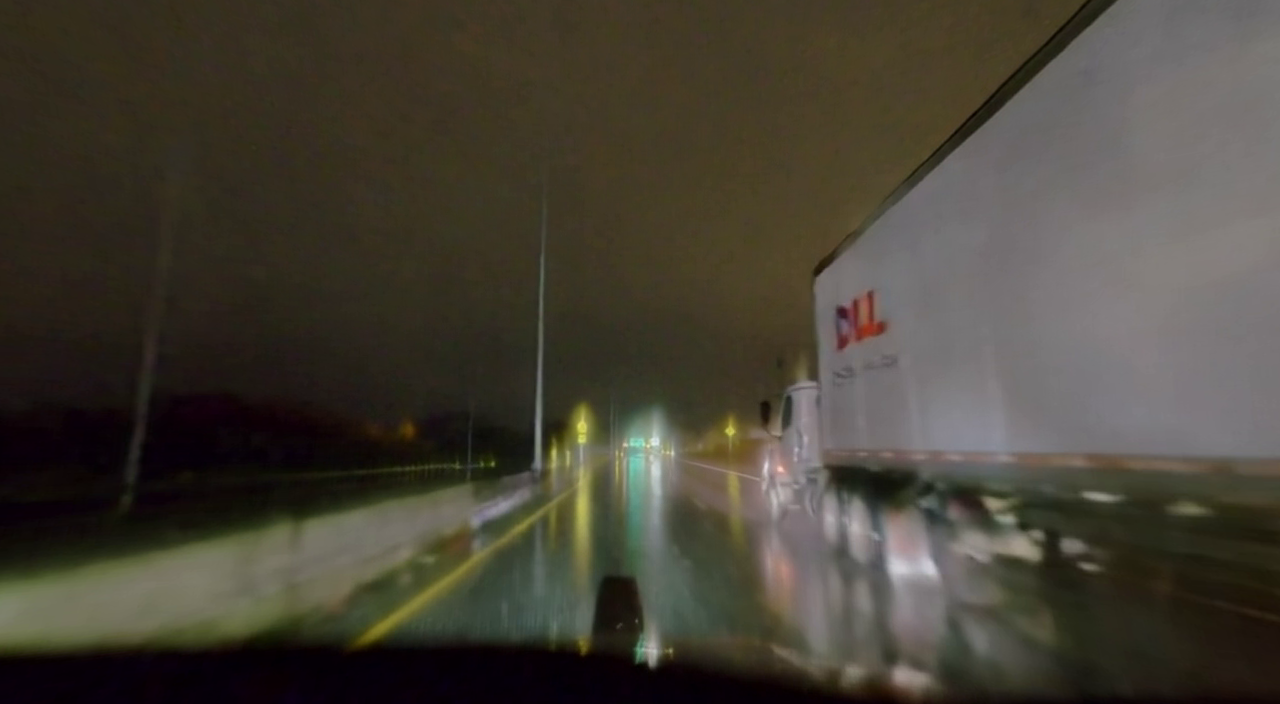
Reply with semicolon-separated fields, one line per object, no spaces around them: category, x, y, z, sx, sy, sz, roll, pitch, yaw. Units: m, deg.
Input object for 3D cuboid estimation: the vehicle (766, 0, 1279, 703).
vehicle;3.648;-0.272;4.543;3.172;4.080;10.974;0;-10;0
